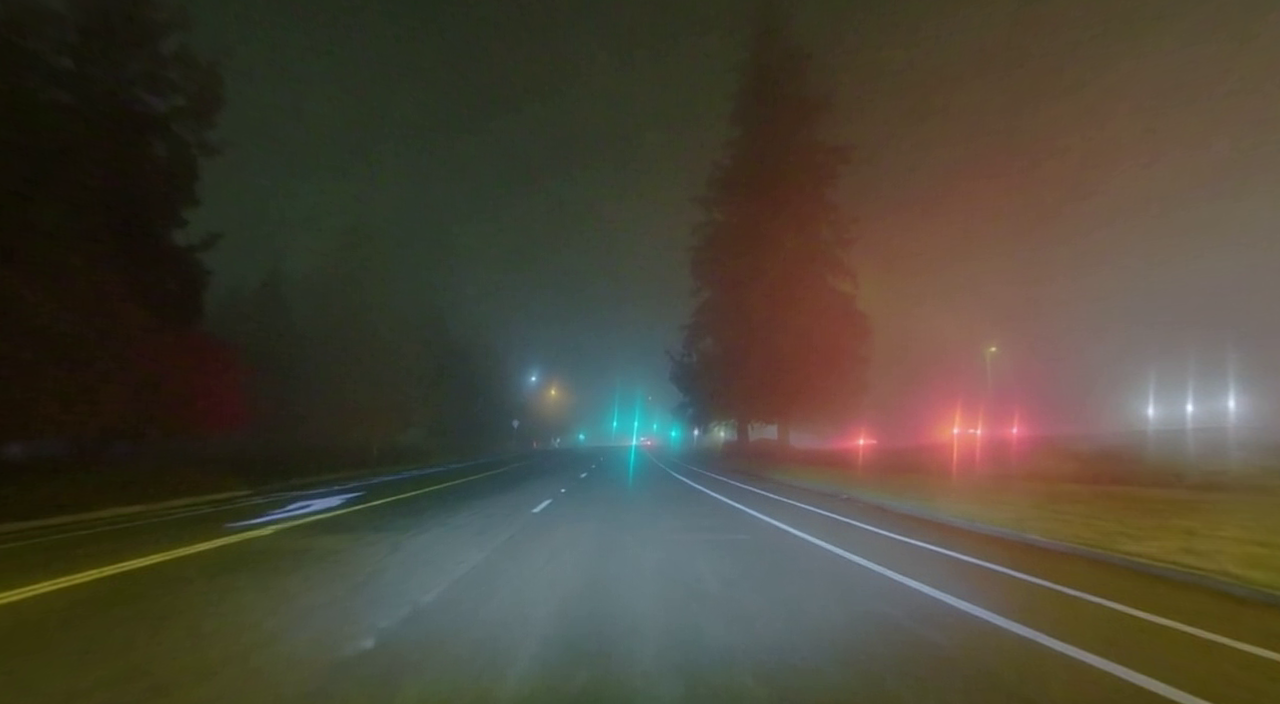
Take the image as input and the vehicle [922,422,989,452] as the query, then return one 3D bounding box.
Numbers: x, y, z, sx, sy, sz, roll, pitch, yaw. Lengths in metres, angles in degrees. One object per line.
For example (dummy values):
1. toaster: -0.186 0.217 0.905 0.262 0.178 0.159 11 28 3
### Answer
1. vehicle: 19.642 5.378 39.565 1.924 1.703 4.254 -2 -9 0
